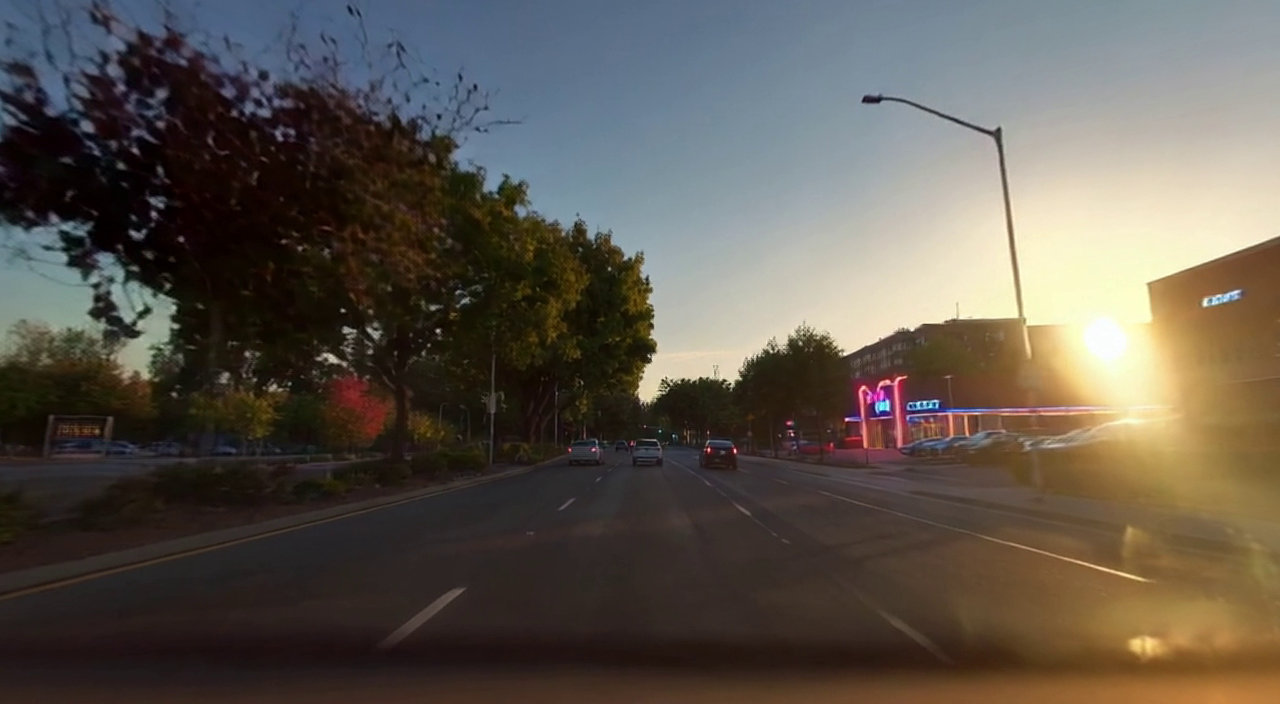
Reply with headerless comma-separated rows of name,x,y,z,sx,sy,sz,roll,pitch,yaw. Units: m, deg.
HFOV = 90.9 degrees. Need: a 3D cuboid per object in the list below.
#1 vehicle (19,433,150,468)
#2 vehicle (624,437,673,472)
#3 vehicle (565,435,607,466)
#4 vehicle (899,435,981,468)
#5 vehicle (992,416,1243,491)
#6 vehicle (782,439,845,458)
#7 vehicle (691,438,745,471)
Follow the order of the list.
vehicle,-35.246,6.262,40.400,2.578,1.973,6.455,1,-8,-1
vehicle,0.366,4.667,28.905,2.059,1.477,4.216,0,-8,0
vehicle,-3.011,5.622,36.043,1.995,1.607,4.086,0,-8,1
vehicle,15.275,5.098,32.389,2.099,1.526,4.555,-1,-8,2
vehicle,13.215,2.860,17.789,5.144,1.834,2.188,-2,-9,2
vehicle,13.628,7.639,49.860,4.622,1.469,1.934,-2,-9,11
vehicle,3.705,4.978,30.799,2.012,1.462,4.400,0,-8,-1
